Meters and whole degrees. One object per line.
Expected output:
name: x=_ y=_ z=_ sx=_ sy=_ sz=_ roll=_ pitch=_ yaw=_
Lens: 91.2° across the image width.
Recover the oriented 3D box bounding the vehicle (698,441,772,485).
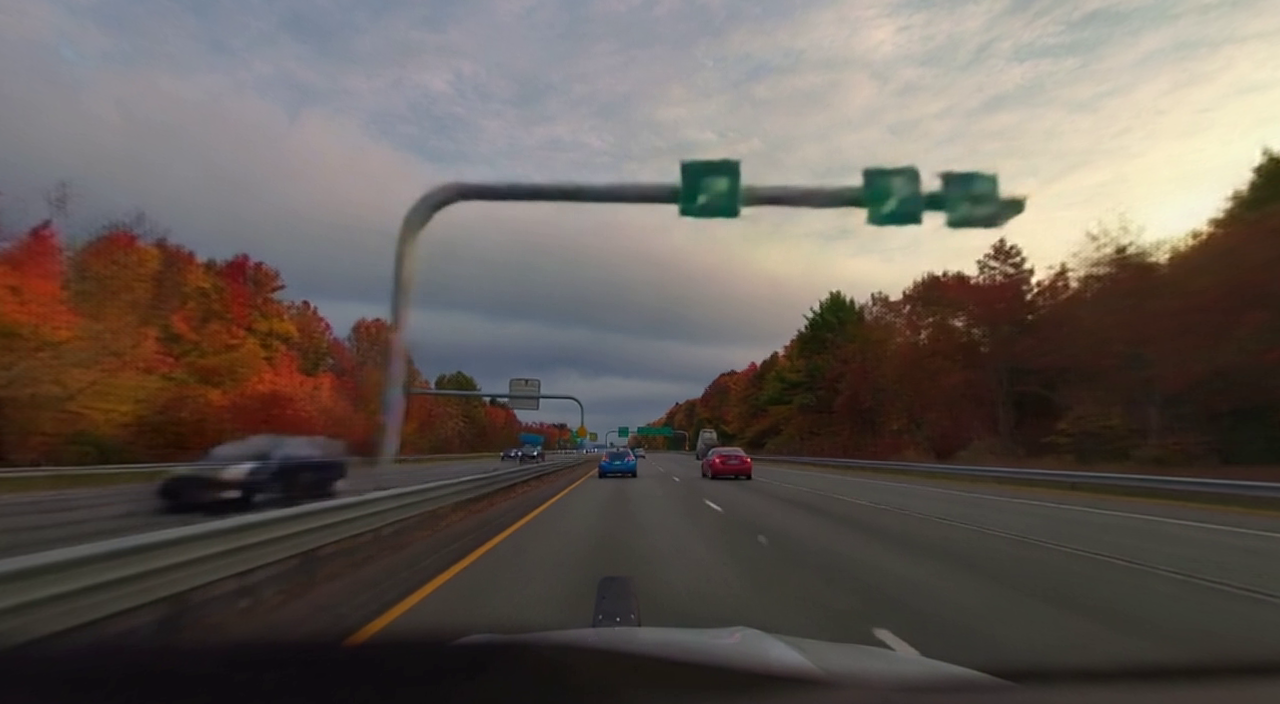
vehicle: x=3.713 y=4.438 z=25.312 sx=2.300 sy=1.595 sz=4.144 roll=-1 pitch=-9 yaw=0

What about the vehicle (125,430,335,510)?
vehicle: x=-9.013 y=2.623 z=14.355 sx=1.933 sy=1.510 sz=4.352 roll=0 pitch=-9 yaw=-2

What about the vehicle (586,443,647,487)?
vehicle: x=-0.858 y=4.324 z=24.382 sx=2.128 sy=1.516 sz=4.410 roll=0 pitch=-9 yaw=-1
